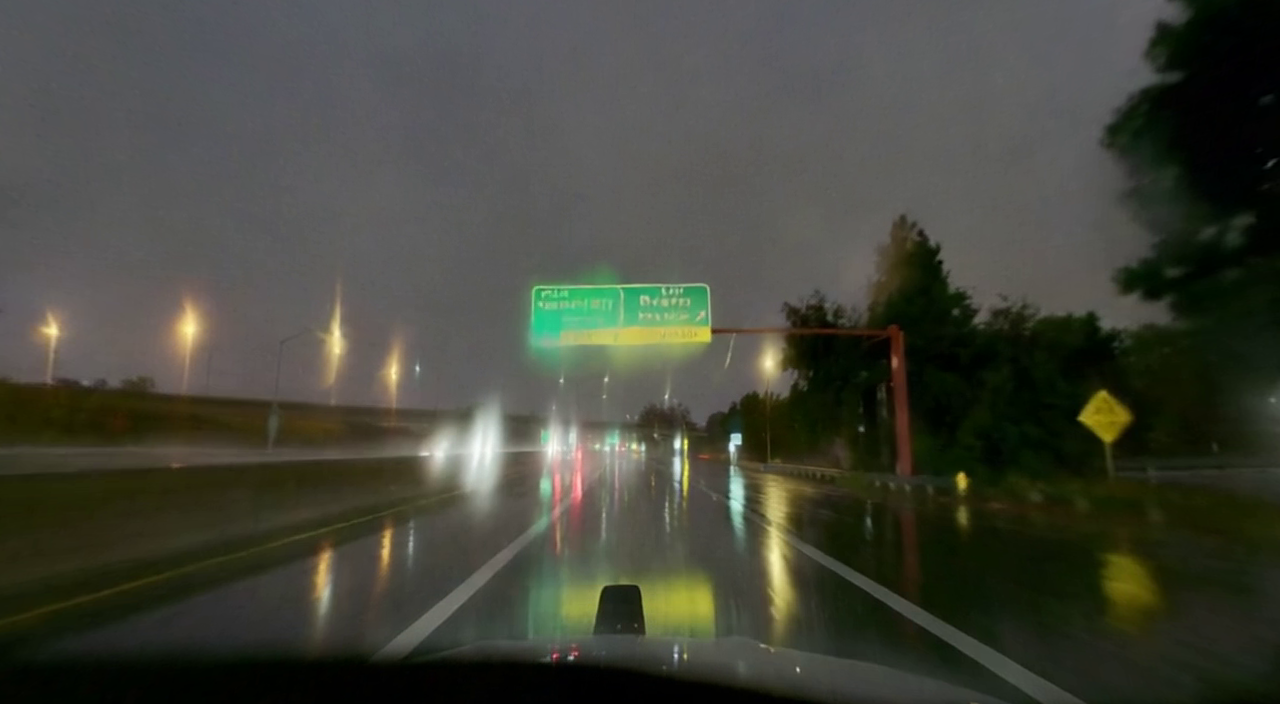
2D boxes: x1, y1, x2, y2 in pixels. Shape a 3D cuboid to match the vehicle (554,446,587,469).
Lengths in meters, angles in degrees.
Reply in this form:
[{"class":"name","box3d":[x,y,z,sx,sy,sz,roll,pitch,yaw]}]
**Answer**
[{"class":"vehicle","box3d":[-4.918,7.519,44.833,2.008,1.521,4.129,0,-9,-1]}]
